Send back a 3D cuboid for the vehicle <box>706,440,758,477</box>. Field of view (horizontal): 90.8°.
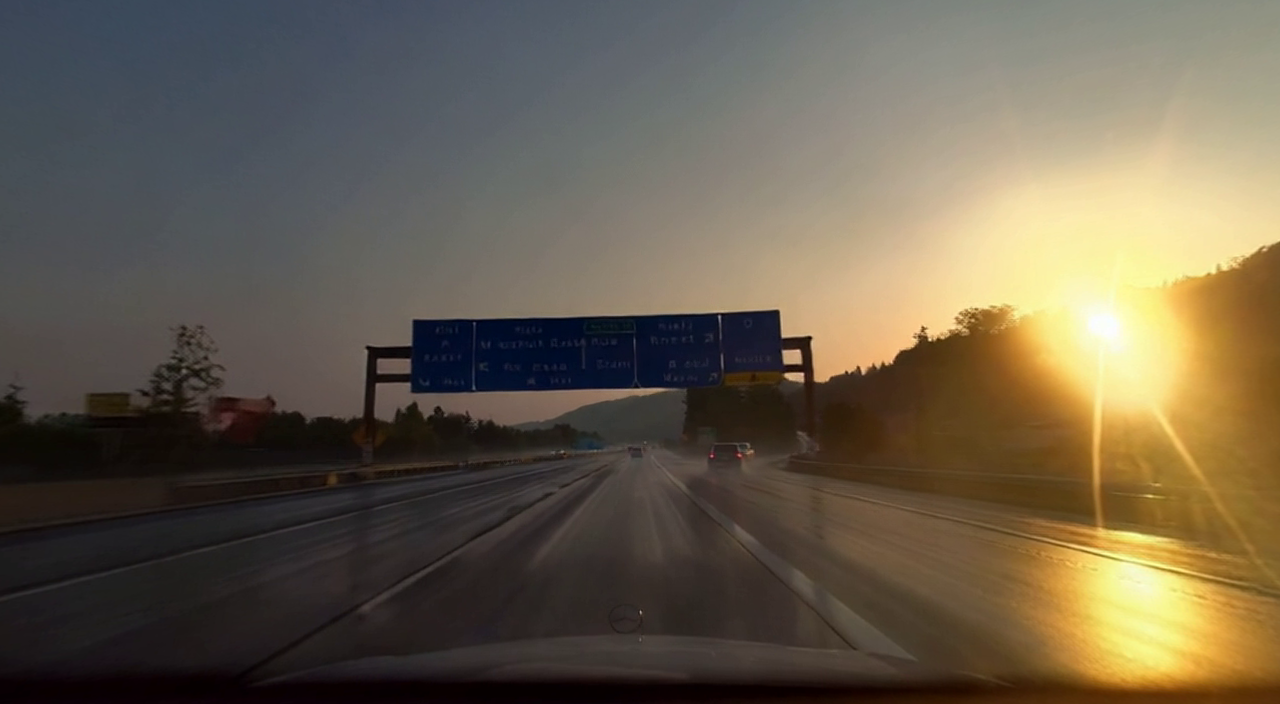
[{"bbox_3d":[4.594,5.366,32.094,2.133,1.746,4.511,0,-9,2],"label":"vehicle"}]
